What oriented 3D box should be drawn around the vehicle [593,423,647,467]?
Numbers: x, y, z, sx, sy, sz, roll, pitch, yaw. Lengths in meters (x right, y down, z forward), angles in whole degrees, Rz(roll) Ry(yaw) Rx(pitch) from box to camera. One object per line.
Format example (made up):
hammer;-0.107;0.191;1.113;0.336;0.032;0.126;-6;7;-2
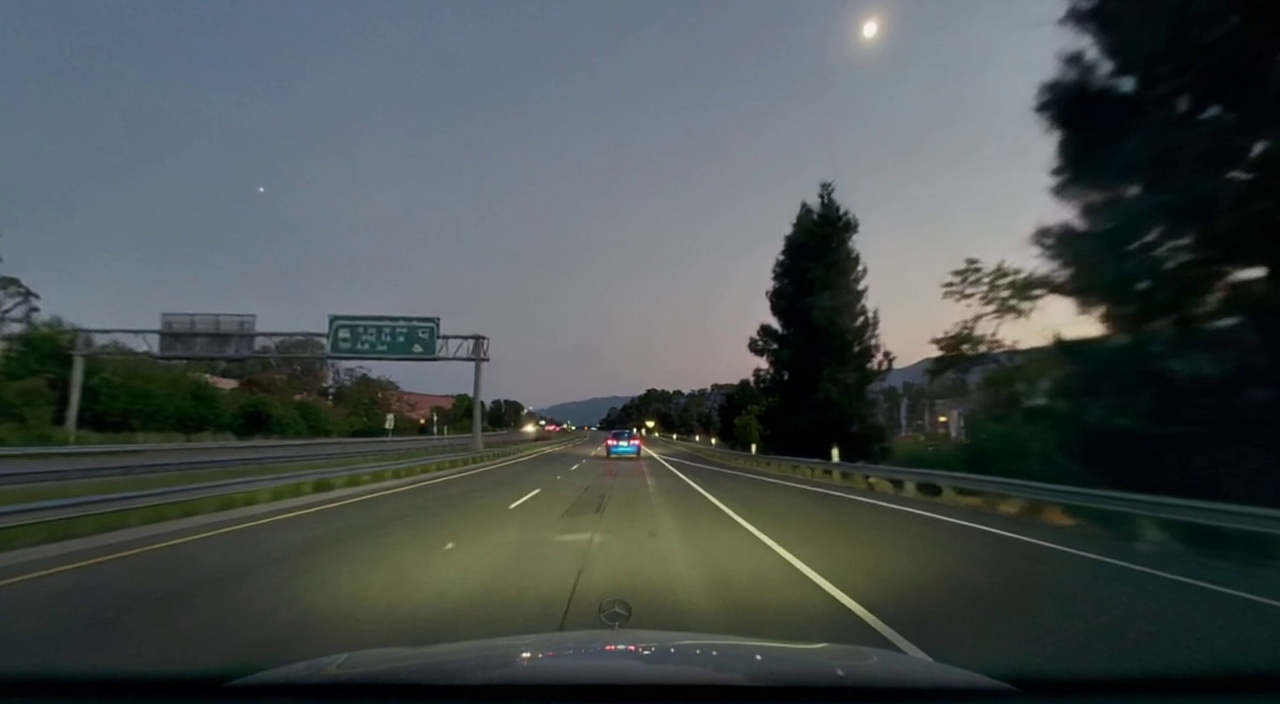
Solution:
vehicle;-0.823;3.783;25.720;2.020;1.633;3.942;0;-8;-2
